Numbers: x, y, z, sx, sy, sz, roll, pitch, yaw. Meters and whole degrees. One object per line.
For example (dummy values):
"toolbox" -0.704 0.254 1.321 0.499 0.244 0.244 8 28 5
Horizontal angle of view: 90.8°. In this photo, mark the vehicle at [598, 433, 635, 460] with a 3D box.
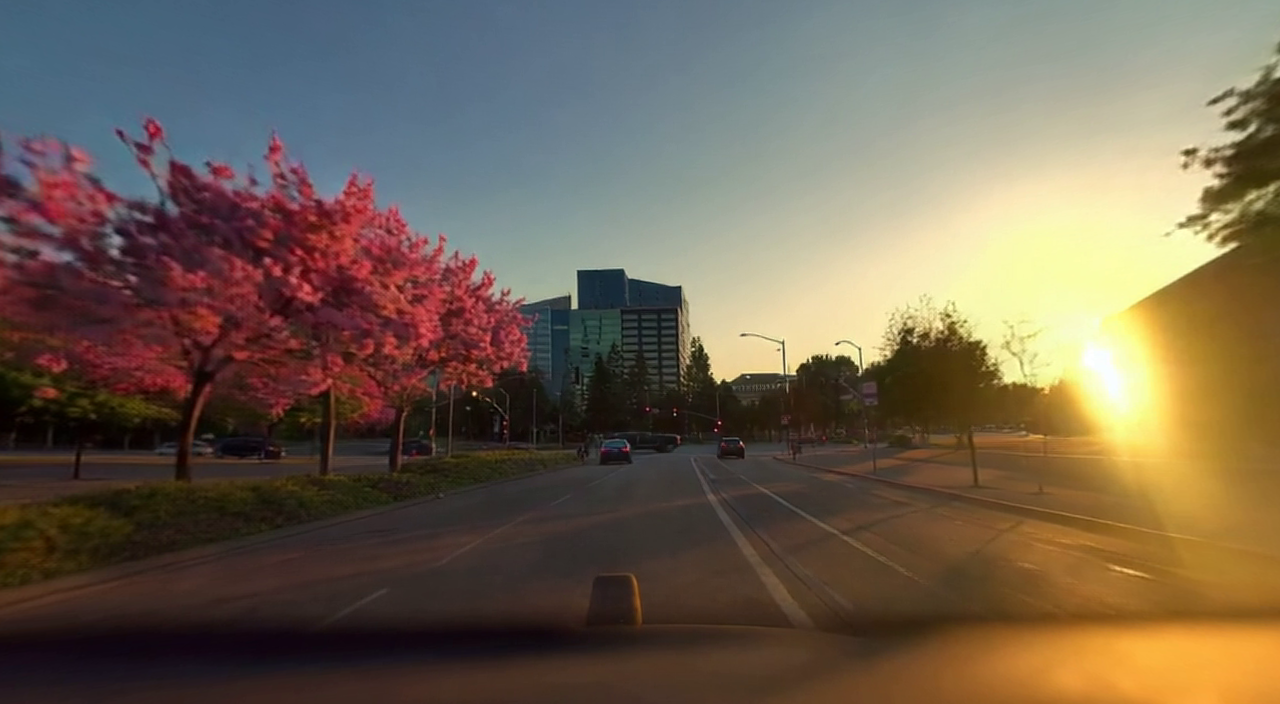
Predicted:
"vehicle" -1.507 6.339 42.294 1.995 1.703 4.367 -1 -9 5

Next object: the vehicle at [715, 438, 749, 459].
"vehicle" 6.672 7.056 46.244 2.007 1.466 4.291 -1 -9 3
